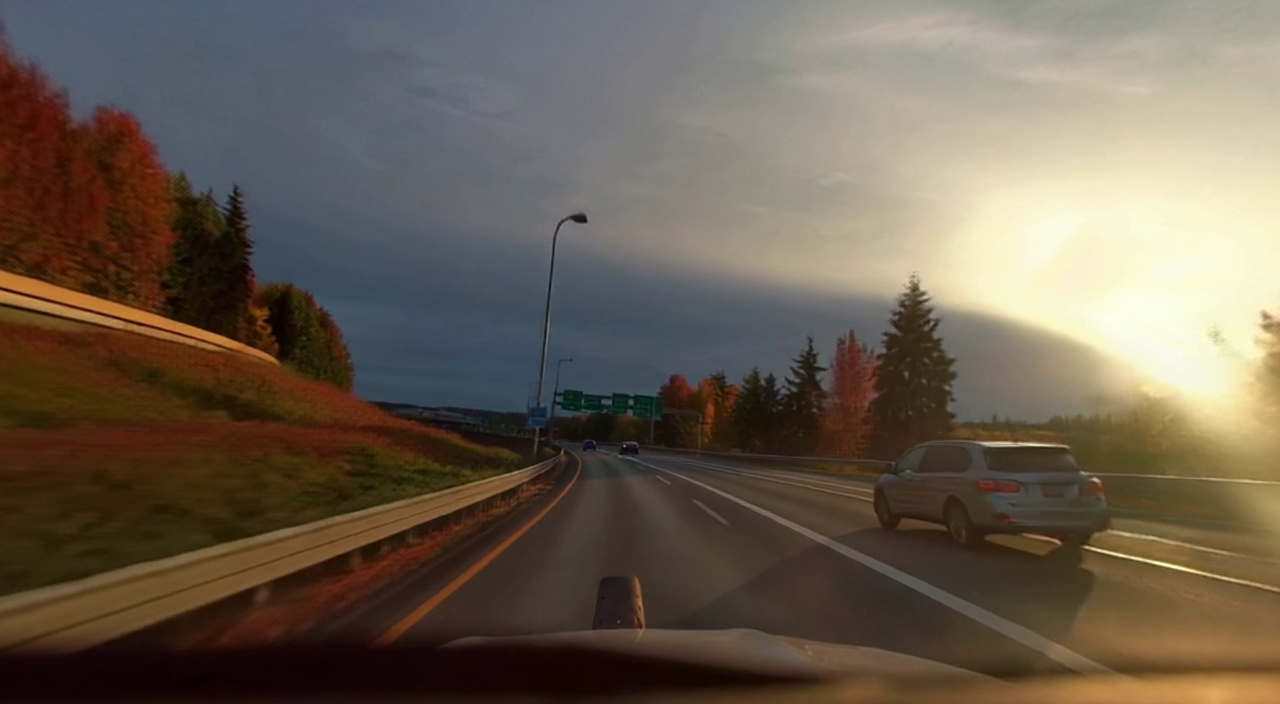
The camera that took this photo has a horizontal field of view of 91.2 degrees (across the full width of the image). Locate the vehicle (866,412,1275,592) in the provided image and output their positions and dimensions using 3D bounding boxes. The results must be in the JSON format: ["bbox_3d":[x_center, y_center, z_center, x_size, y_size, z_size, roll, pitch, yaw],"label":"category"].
[{"bbox_3d":[4.531,1.628,7.583,1.952,1.536,4.036,0,-9,-2],"label":"vehicle"}]
